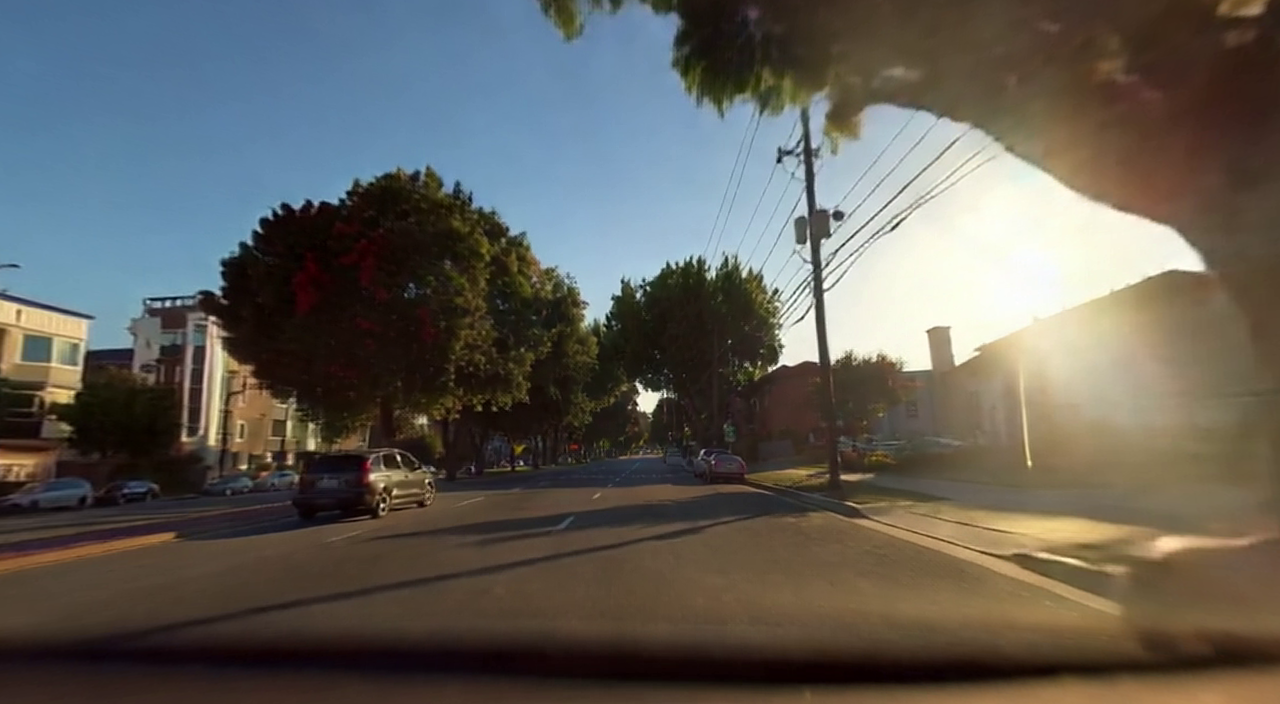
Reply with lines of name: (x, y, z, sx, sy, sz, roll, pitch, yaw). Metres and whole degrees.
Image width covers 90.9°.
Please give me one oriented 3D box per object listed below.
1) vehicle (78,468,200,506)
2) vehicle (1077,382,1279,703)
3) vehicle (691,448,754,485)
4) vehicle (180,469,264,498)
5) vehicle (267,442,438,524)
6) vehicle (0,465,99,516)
vehicle: (-25.614, 6.888, 32.566, 1.912, 1.538, 5.264, -1, -8, 1)
vehicle: (3.508, 0.767, 1.471, 2.022, 1.592, 4.111, -1, -8, 1)
vehicle: (3.641, 5.145, 28.648, 2.259, 1.500, 4.474, 0, -8, 0)
vehicle: (-25.532, 8.044, 38.733, 1.883, 1.451, 4.676, -1, -8, 1)
vehicle: (-6.691, 3.050, 15.380, 2.000, 1.671, 4.497, -1, -8, 1)
vehicle: (-25.659, 5.716, 26.325, 1.894, 1.787, 4.711, -1, -8, 1)
